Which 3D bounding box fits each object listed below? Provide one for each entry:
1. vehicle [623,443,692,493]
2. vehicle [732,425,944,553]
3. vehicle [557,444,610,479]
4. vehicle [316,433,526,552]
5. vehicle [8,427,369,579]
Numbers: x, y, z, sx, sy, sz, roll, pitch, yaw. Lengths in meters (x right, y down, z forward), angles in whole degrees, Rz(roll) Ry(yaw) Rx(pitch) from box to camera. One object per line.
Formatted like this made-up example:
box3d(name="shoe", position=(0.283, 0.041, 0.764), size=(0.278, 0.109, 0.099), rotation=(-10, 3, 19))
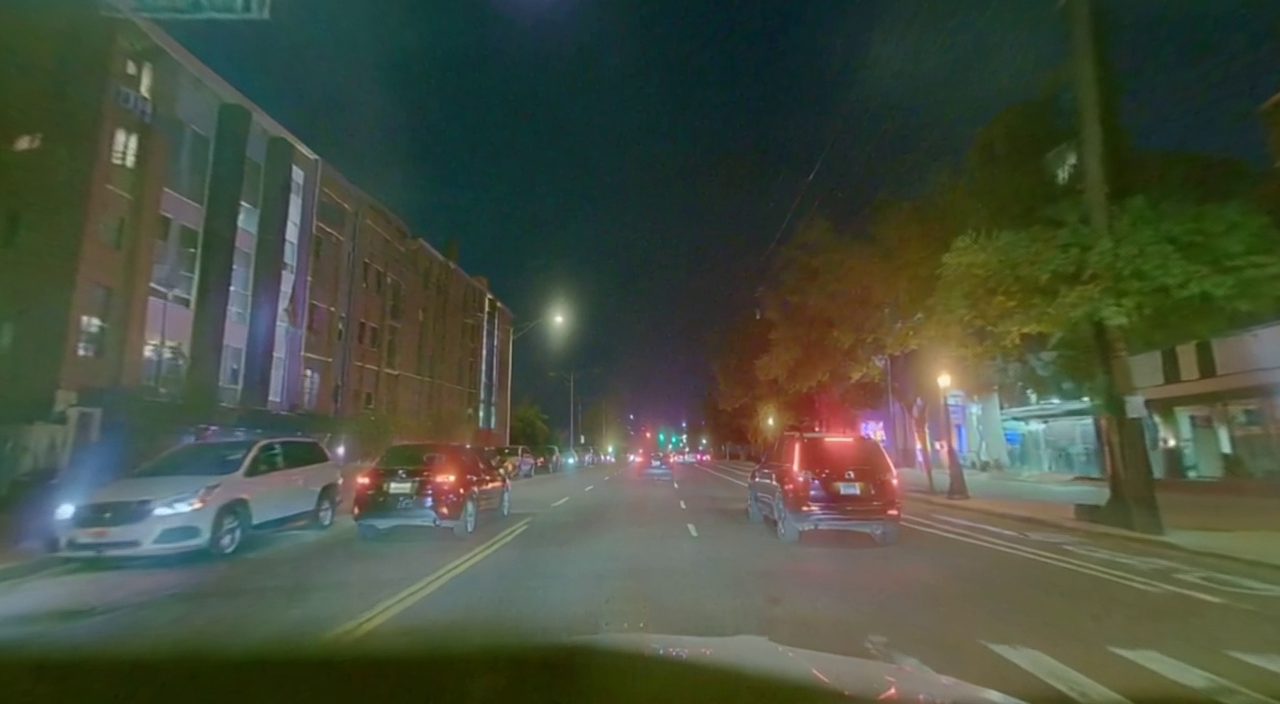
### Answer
box3d(name="vehicle", position=(0.569, 3.904, 21.734), size=(2.139, 1.466, 4.373), rotation=(0, -7, 0))
box3d(name="vehicle", position=(3.025, 2.152, 10.825), size=(2.094, 1.709, 4.394), rotation=(0, -7, -1))
box3d(name="vehicle", position=(-2.698, 5.316, 30.992), size=(2.019, 1.507, 4.643), rotation=(-1, -7, 2))
box3d(name="vehicle", position=(-3.402, 2.205, 10.753), size=(2.085, 1.619, 3.976), rotation=(0, -7, 1))
box3d(name="vehicle", position=(-6.175, 2.029, 9.497), size=(2.093, 1.724, 4.333), rotation=(-1, -7, 2))
